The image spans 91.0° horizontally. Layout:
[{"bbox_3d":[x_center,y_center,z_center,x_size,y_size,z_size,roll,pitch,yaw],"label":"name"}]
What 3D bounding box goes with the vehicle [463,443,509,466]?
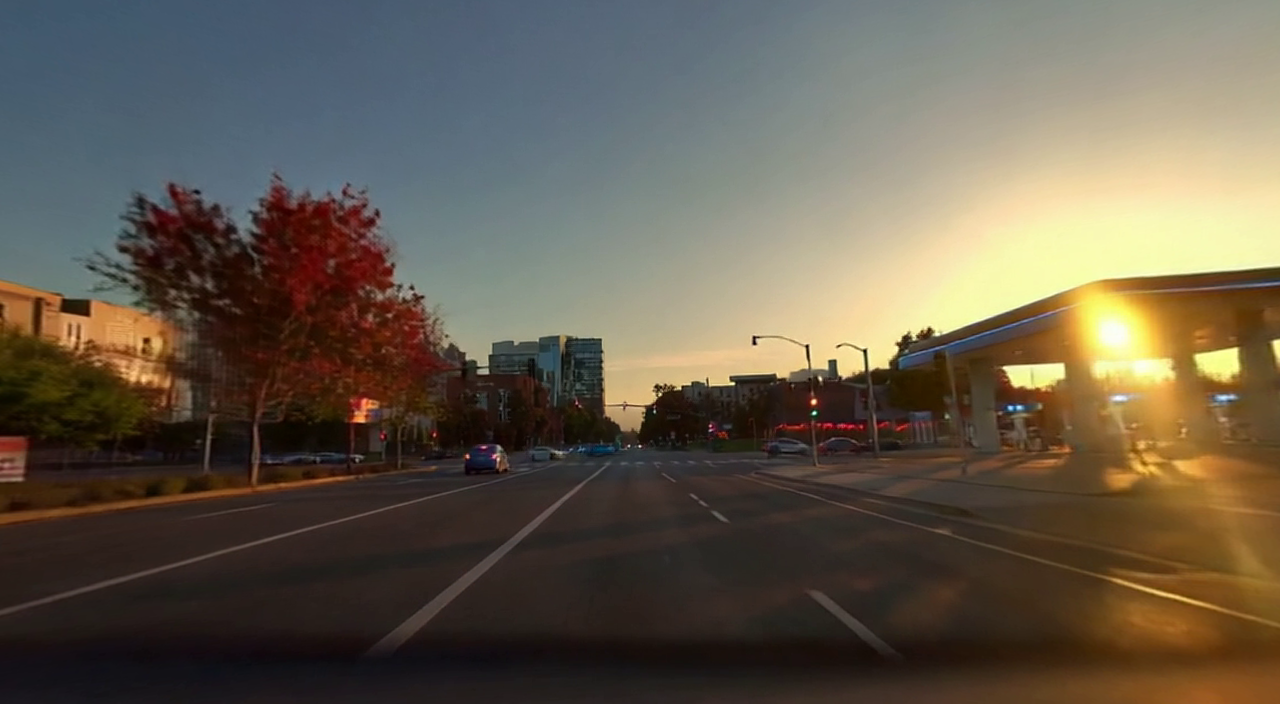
[{"bbox_3d":[-10.267,6.889,42.406,1.899,1.460,4.880,0,-8,0],"label":"vehicle"}]
